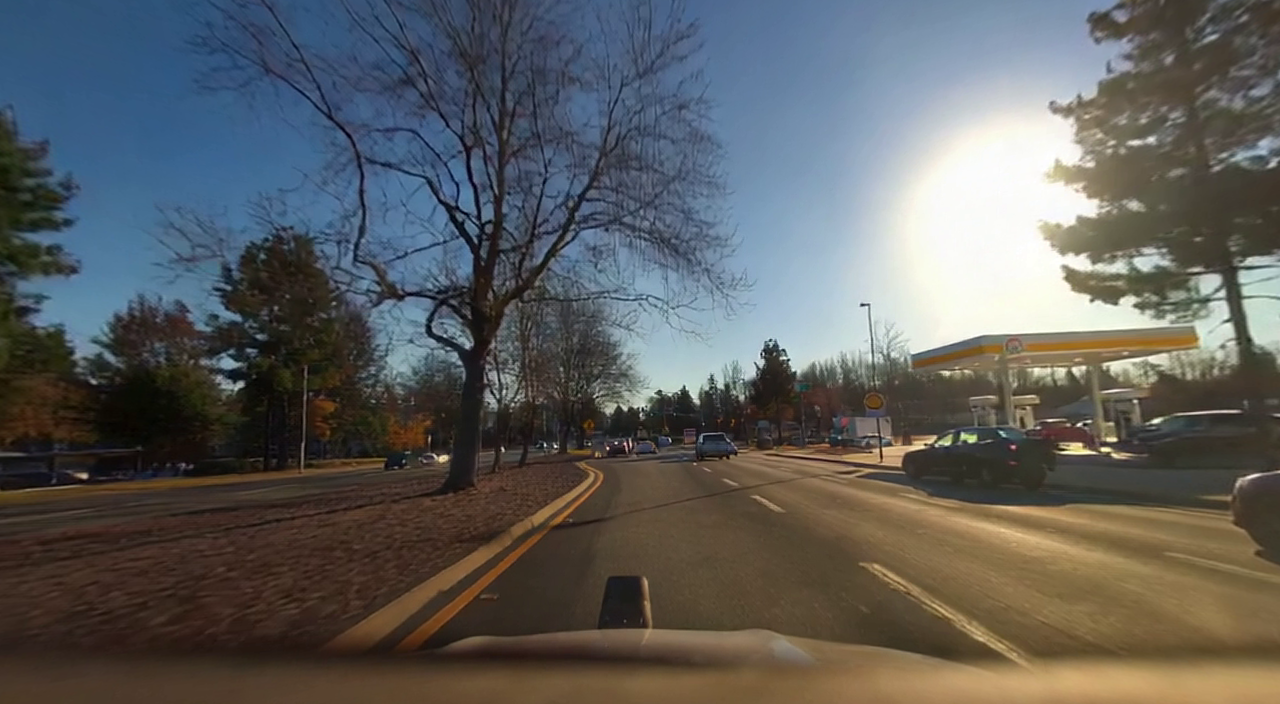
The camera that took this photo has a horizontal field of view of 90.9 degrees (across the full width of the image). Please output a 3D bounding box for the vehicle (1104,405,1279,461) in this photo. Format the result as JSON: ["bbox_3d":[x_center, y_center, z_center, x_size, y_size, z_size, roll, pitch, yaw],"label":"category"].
[{"bbox_3d":[21.583,3.141,24.048,5.770,1.976,2.347,-5,-10,26],"label":"vehicle"}]

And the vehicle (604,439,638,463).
[{"bbox_3d":[-1.294,6.447,41.218,2.032,1.461,4.173,0,-9,-5],"label":"vehicle"}]

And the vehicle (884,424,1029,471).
[{"bbox_3d":[12.906,3.970,26.136,4.960,1.802,2.068,-3,-9,17],"label":"vehicle"}]

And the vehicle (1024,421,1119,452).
[{"bbox_3d":[24.732,4.892,36.303,4.079,1.632,1.961,-4,-10,22],"label":"vehicle"}]
